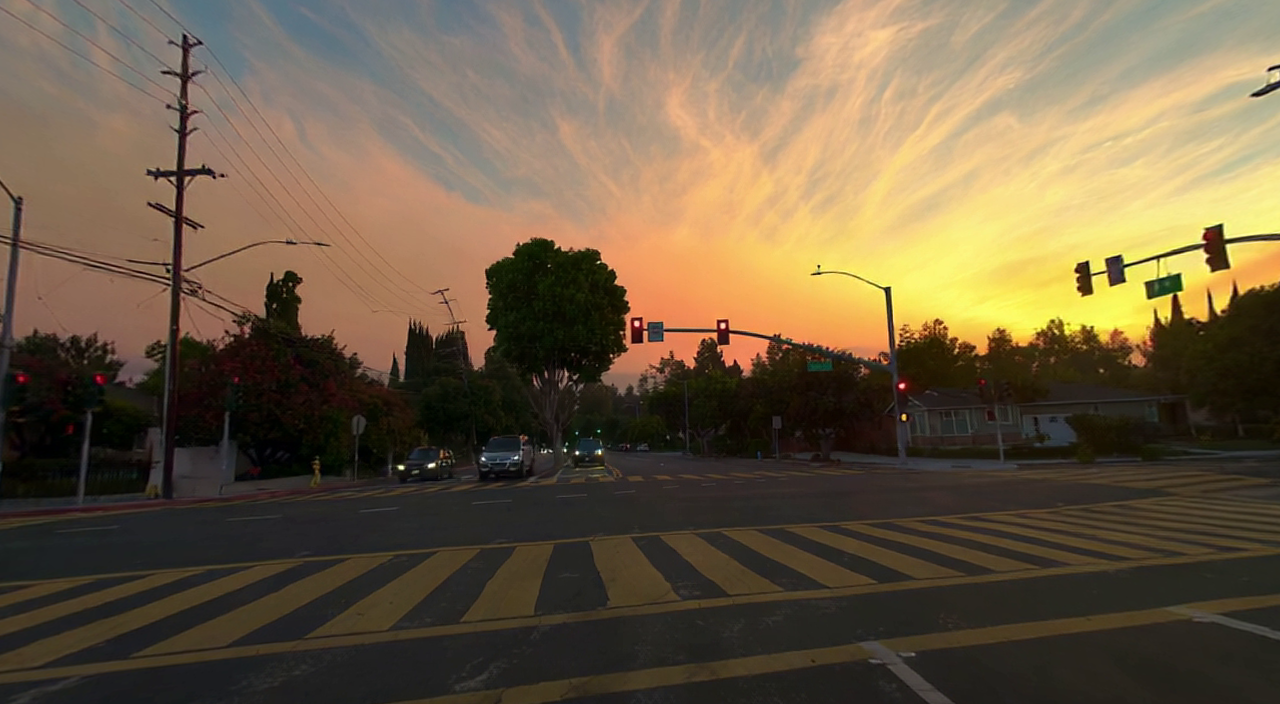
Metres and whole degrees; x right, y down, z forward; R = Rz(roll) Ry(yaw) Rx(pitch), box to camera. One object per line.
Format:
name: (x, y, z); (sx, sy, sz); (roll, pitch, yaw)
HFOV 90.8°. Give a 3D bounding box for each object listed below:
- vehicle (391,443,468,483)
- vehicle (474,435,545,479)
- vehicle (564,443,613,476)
vehicle: (-10.188, 5.384, 30.973); (2.241, 1.819, 4.690); (0, -9, -1)
vehicle: (-6.409, 5.232, 31.782); (2.479, 1.977, 5.254); (0, -9, -1)
vehicle: (-2.420, 5.216, 30.939); (2.174, 1.477, 4.805); (0, -9, -2)
